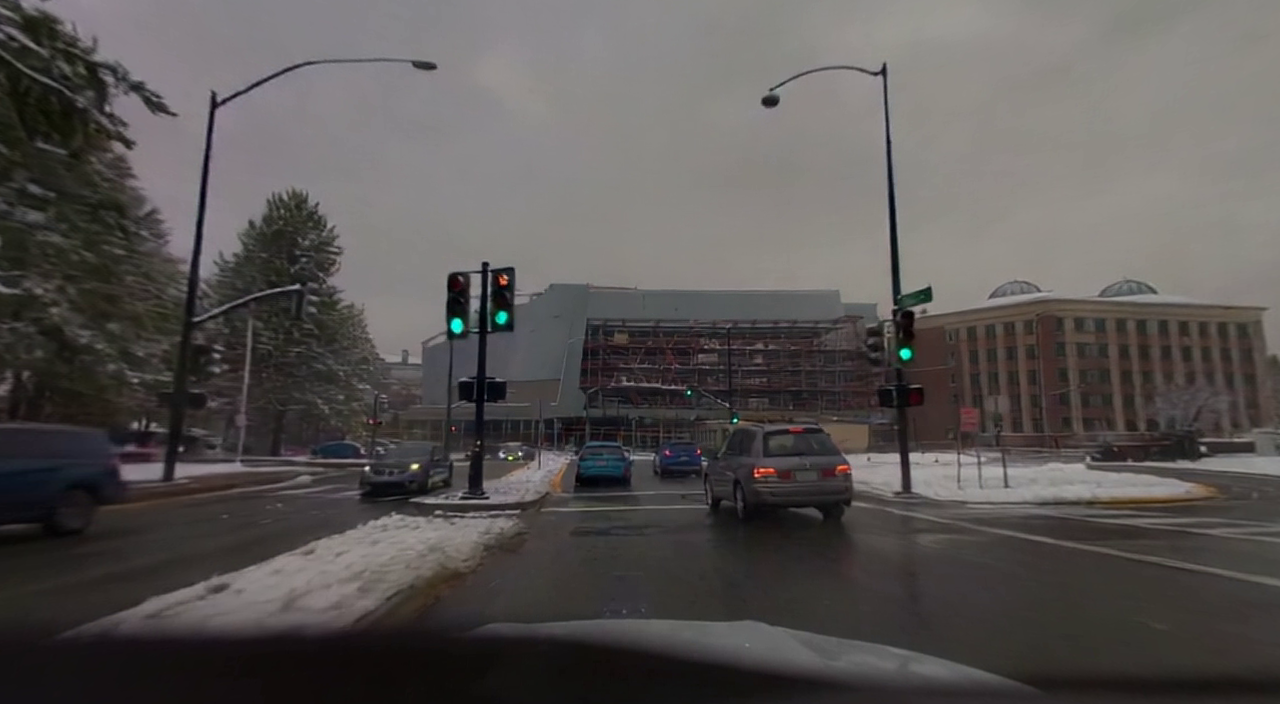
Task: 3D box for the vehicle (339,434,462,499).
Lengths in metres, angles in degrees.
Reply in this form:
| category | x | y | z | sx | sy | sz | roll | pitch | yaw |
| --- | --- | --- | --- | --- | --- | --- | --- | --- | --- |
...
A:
| category | x | y | z | sx | sy | sz | roll | pitch | yaw |
| --- | --- | --- | --- | --- | --- | --- | --- | --- | --- |
| vehicle | -6.680 | 3.223 | 18.167 | 2.092 | 1.629 | 4.133 | 0 | -9 | -3 |

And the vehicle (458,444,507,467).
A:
| category | x | y | z | sx | sy | sz | roll | pitch | yaw |
| --- | --- | --- | --- | --- | --- | --- | --- | --- | --- |
| vehicle | -11.032 | 7.268 | 44.473 | 2.121 | 1.513 | 4.827 | 0 | -9 | 1 |

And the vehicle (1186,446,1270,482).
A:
| category | x | y | z | sx | sy | sz | roll | pitch | yaw |
| --- | --- | --- | --- | --- | --- | --- | --- | --- | --- |
| vehicle | 31.291 | 5.911 | 33.722 | 2.094 | 1.750 | 5.139 | -5 | -10 | 30 |

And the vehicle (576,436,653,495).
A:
| category | x | y | z | sx | sy | sz | roll | pitch | yaw |
| --- | --- | --- | --- | --- | --- | --- | --- | --- | --- |
| vehicle | -0.916 | 3.507 | 19.831 | 2.132 | 1.632 | 3.889 | 1 | -9 | -6 |

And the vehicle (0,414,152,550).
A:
| category | x | y | z | sx | sy | sz | roll | pitch | yaw |
| --- | --- | --- | --- | --- | --- | --- | --- | --- | --- |
| vehicle | -9.193 | 1.662 | 8.081 | 2.303 | 1.692 | 4.571 | 0 | -9 | -2 |

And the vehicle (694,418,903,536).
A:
| category | x | y | z | sx | sy | sz | roll | pitch | yaw |
| --- | --- | --- | --- | --- | --- | --- | --- | --- | --- |
| vehicle | 2.656 | 2.273 | 12.150 | 2.320 | 1.772 | 4.872 | 1 | -9 | -6 |

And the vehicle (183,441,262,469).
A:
| category | x | y | z | sx | sy | sz | roll | pitch | yaw |
| --- | --- | --- | --- | --- | --- | --- | --- | --- | --- |
| vehicle | -24.385 | 5.970 | 36.759 | 4.653 | 1.459 | 2.228 | -5 | -10 | 36 |
